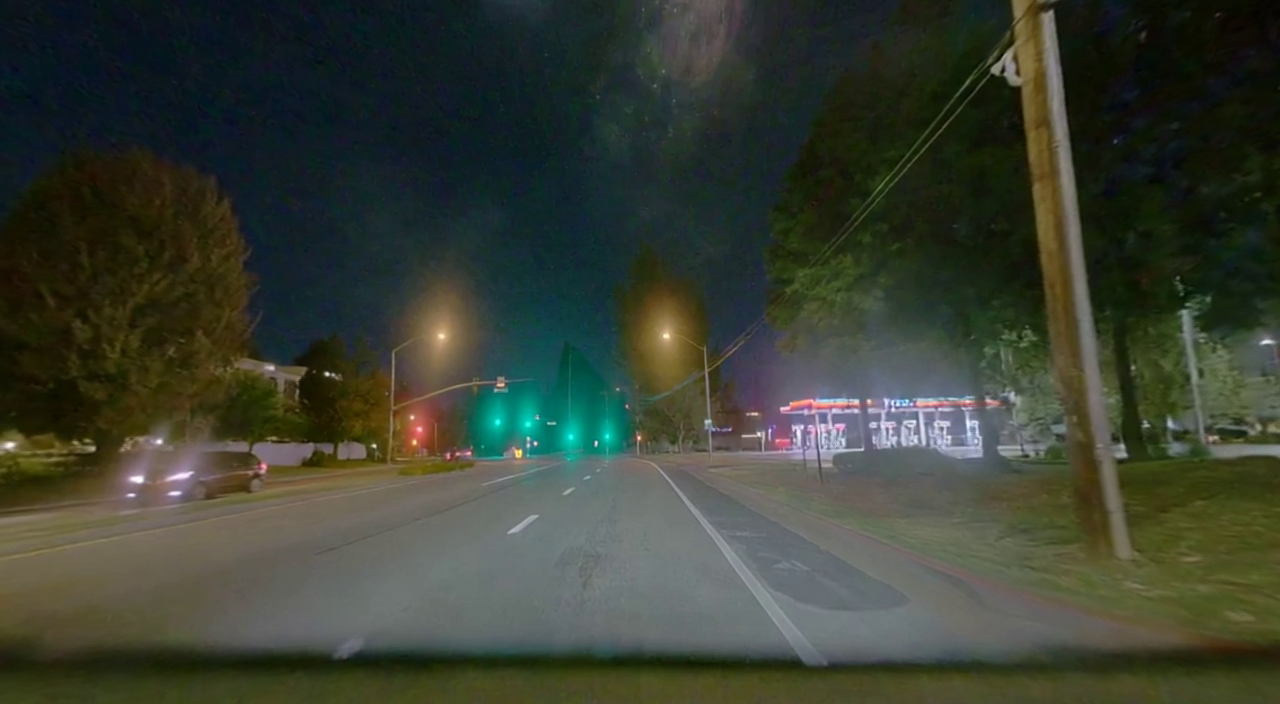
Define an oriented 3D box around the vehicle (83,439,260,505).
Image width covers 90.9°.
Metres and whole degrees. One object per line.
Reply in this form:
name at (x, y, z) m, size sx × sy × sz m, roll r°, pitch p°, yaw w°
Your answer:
vehicle at (-14.679, 3.748, 20.199) m, size 1.995 × 1.808 × 4.759 m, roll 0°, pitch -9°, yaw 0°
